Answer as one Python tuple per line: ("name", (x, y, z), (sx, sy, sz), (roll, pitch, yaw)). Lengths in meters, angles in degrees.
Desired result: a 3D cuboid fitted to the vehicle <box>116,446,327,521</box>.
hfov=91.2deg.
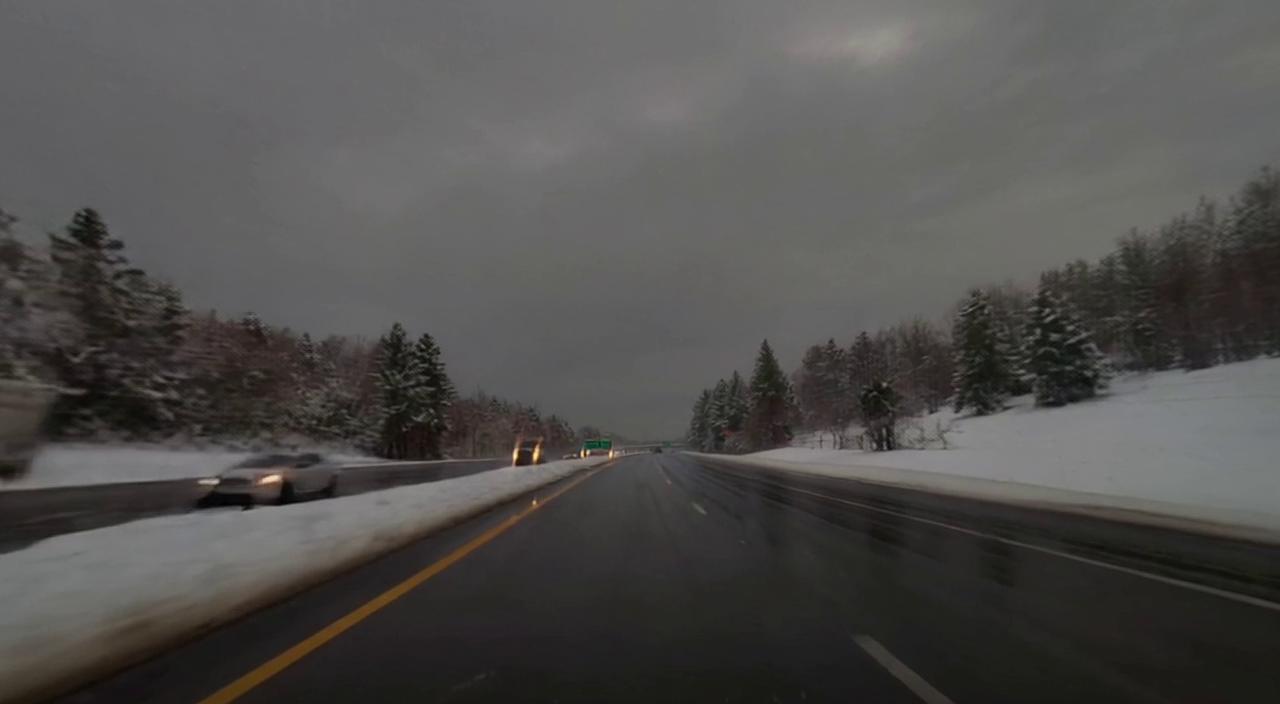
("vehicle", (-9.718, 3.048, 15.136), (2.026, 1.496, 4.495), (0, -9, -1))
